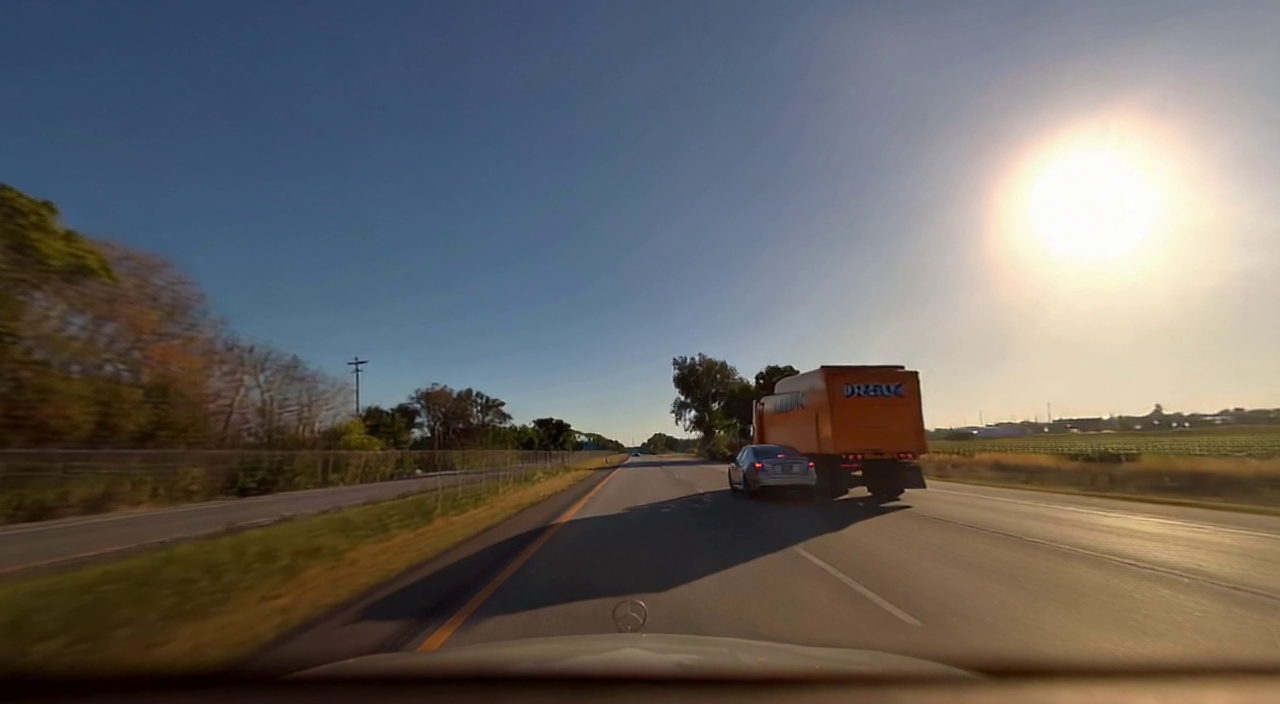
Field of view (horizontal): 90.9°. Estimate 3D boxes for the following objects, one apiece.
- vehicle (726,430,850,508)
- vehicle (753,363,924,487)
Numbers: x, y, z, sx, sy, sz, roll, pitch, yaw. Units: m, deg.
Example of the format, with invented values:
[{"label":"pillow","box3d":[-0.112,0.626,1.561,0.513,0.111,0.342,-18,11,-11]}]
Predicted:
[{"label":"vehicle","box3d":[3.641,2.967,16.361,2.093,1.742,4.167,0,-9,-1]},{"label":"vehicle","box3d":[7.996,3.545,28.438,3.088,4.217,14.033,0,-9,0]}]
